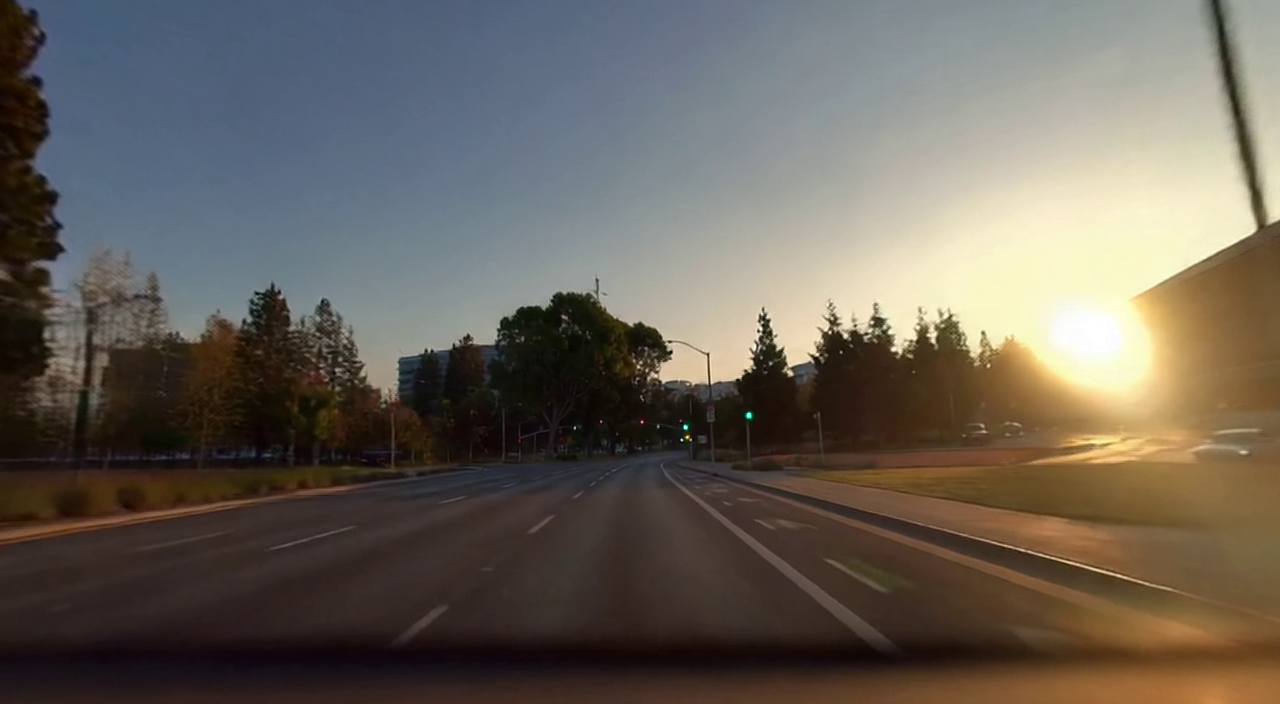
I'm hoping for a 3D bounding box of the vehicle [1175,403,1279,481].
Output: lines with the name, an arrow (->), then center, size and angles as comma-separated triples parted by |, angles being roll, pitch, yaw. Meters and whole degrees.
vehicle -> 28.146, 3.856, 27.835 | 7.548, 3.111, 2.756 | 0, -8, -14
